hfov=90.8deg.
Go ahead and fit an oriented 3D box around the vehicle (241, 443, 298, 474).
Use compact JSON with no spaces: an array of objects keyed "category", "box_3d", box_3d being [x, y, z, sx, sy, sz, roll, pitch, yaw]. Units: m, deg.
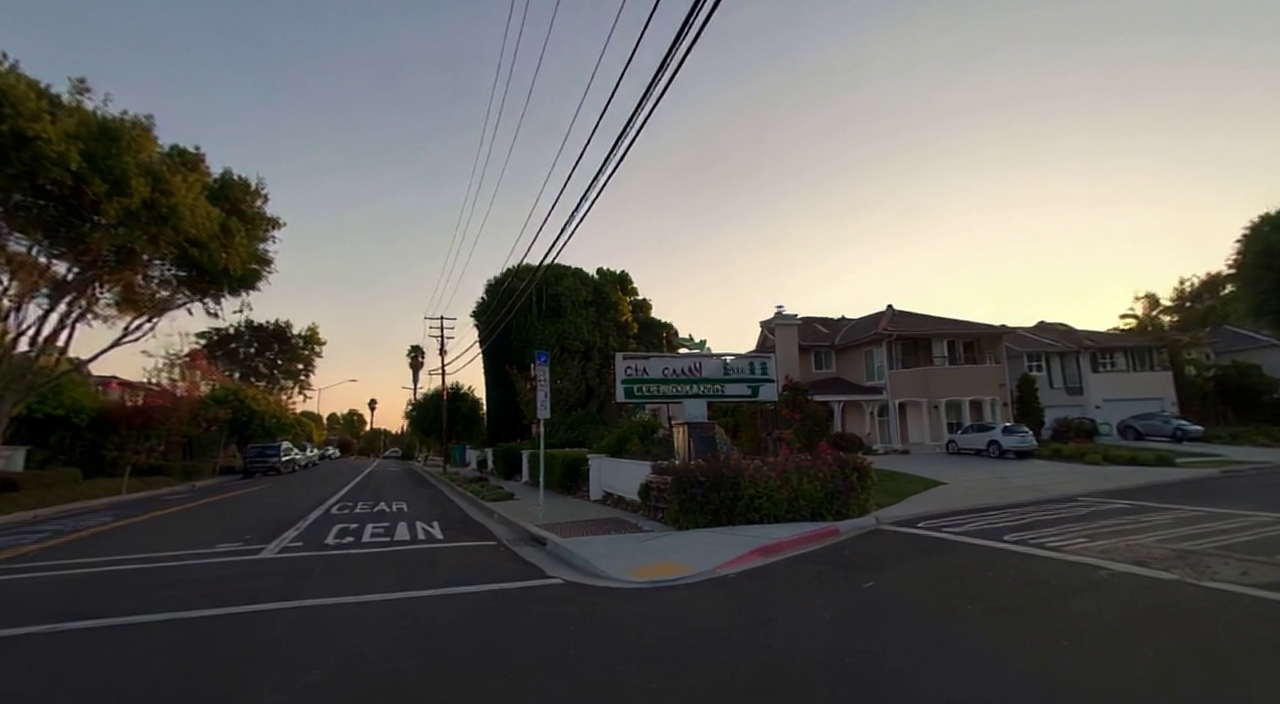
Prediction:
[{"category":"vehicle","box_3d":[-23.074,6.612,39.550,2.203,1.787,4.704,3,-9,-21]}]
